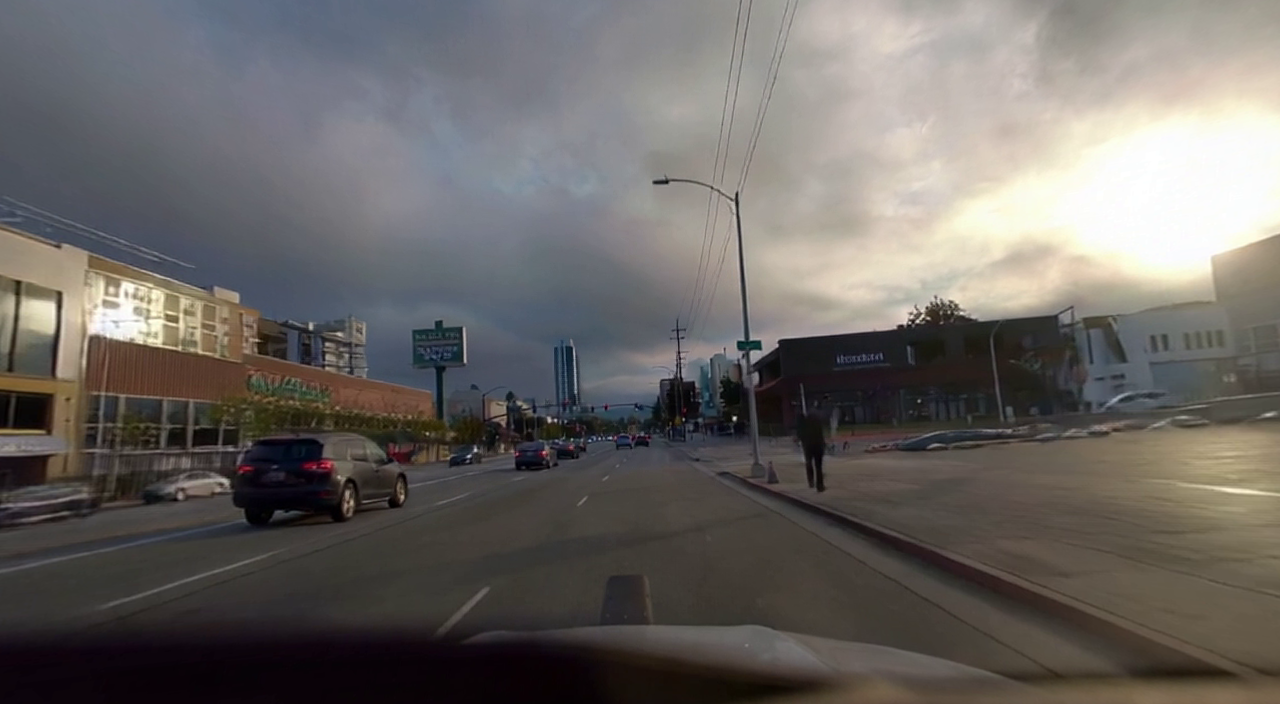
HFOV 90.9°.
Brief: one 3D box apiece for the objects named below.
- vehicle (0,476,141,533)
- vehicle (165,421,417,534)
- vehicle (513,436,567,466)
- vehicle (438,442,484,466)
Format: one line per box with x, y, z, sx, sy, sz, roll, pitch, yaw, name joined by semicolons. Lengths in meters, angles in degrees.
-20.679;5.335;22.470;1.773;1.511;4.687;1;-8;2;vehicle
-6.154;2.260;12.001;2.007;1.698;4.759;0;-8;1;vehicle
-5.288;5.301;33.996;2.030;1.488;4.650;-1;-8;2;vehicle
-13.211;7.561;46.814;2.003;1.704;4.334;-1;-8;1;vehicle
